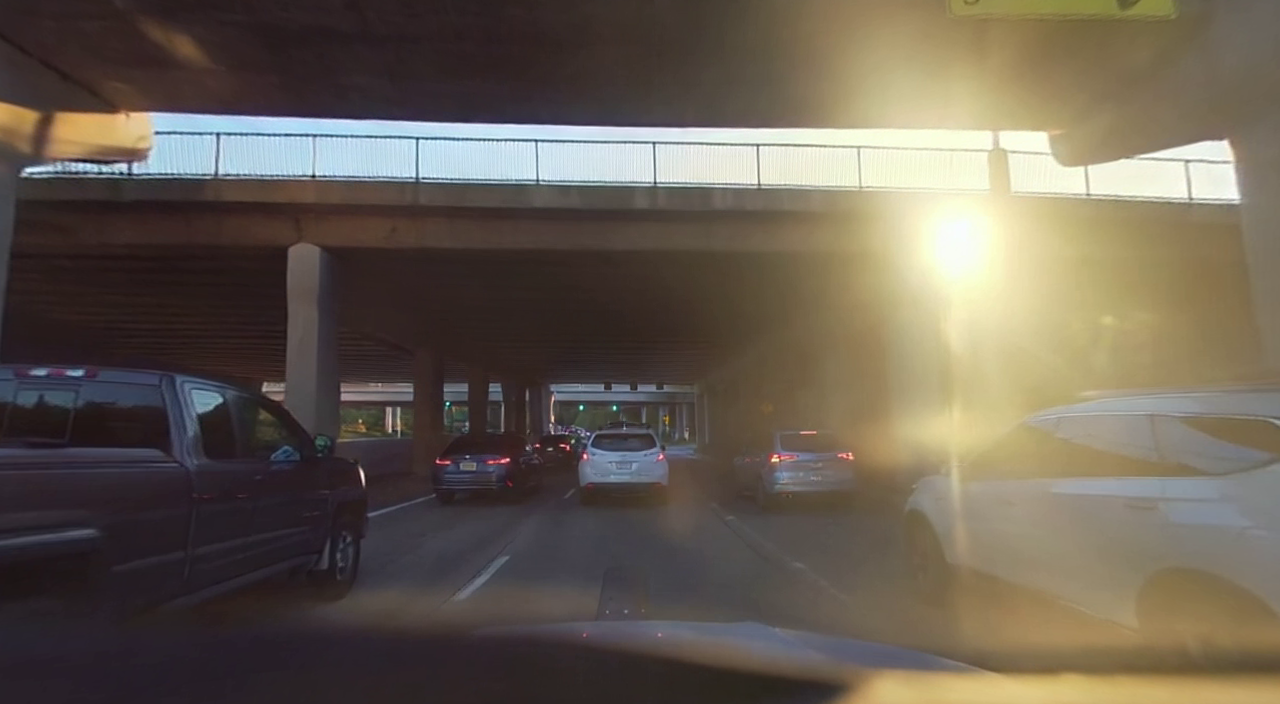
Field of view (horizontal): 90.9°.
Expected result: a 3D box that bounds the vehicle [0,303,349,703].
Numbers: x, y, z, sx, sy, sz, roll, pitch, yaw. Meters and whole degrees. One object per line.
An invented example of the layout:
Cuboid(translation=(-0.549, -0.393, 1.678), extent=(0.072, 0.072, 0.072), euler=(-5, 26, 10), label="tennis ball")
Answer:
Cuboid(translation=(-3.432, 0.796, 2.771), extent=(2.074, 1.814, 4.596), euler=(0, -8, 0), label="vehicle")

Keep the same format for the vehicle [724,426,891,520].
Cuboid(translation=(3.430, 2.620, 14.307), extent=(2.234, 1.720, 5.378), euler=(0, -8, -1), label="vehicle")

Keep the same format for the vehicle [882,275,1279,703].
Cuboid(translation=(3.702, 0.937, 4.048), extent=(2.401, 1.968, 4.841), euler=(0, -8, 1), label="vehicle")

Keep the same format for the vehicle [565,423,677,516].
Cuboid(translation=(-0.399, 2.507, 13.876), extent=(2.097, 1.748, 3.794), euler=(0, -8, -1), label="vehicle")

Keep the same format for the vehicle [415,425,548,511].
Cuboid(translation=(-3.496, 2.641, 14.774), extent=(2.127, 1.720, 4.064), euler=(0, -8, -1), label="vehicle")
